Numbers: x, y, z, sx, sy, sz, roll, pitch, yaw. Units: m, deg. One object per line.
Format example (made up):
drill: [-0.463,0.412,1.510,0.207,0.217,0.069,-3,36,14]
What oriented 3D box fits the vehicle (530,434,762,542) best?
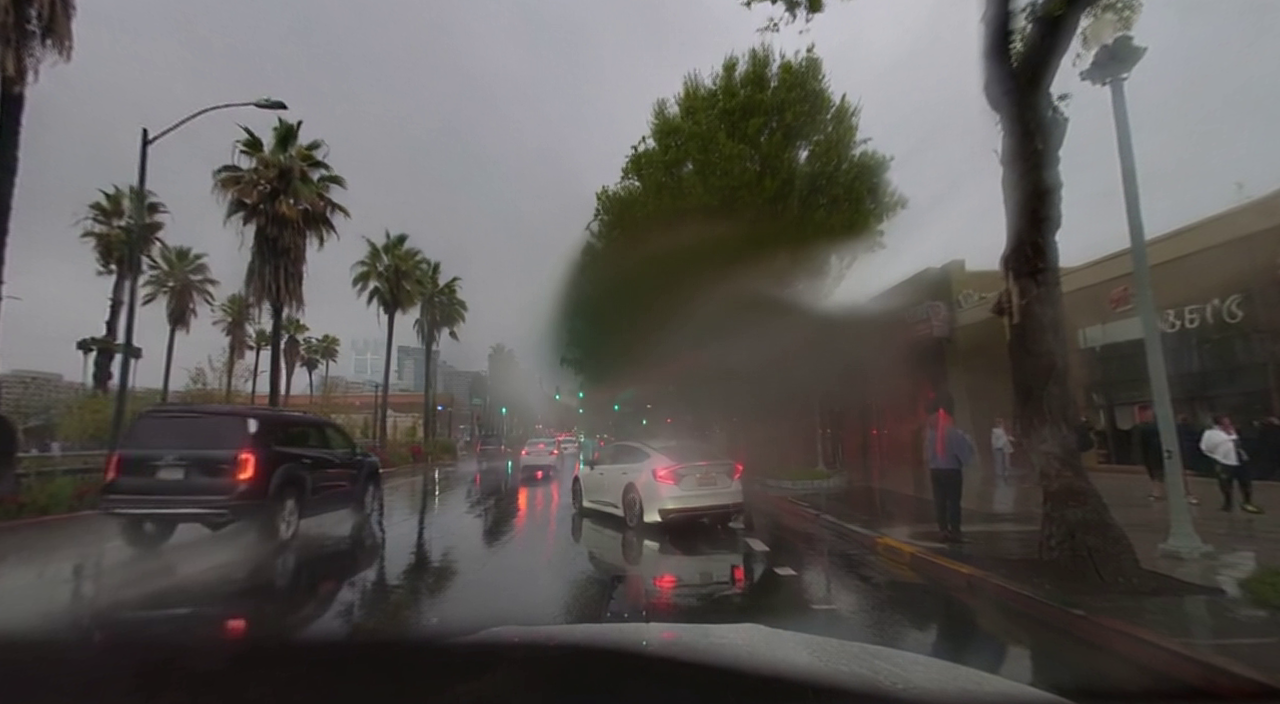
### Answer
vehicle: [-0.173,2.254,11.213,1.930,1.477,4.657,5,-10,-31]

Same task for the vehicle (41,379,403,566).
vehicle: [-5.660,1.738,9.801,2.164,2.047,5.455,0,-9,-4]

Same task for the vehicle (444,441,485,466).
vehicle: [-11.994,6.960,43.357,1.930,1.583,4.423,0,-9,-5]
